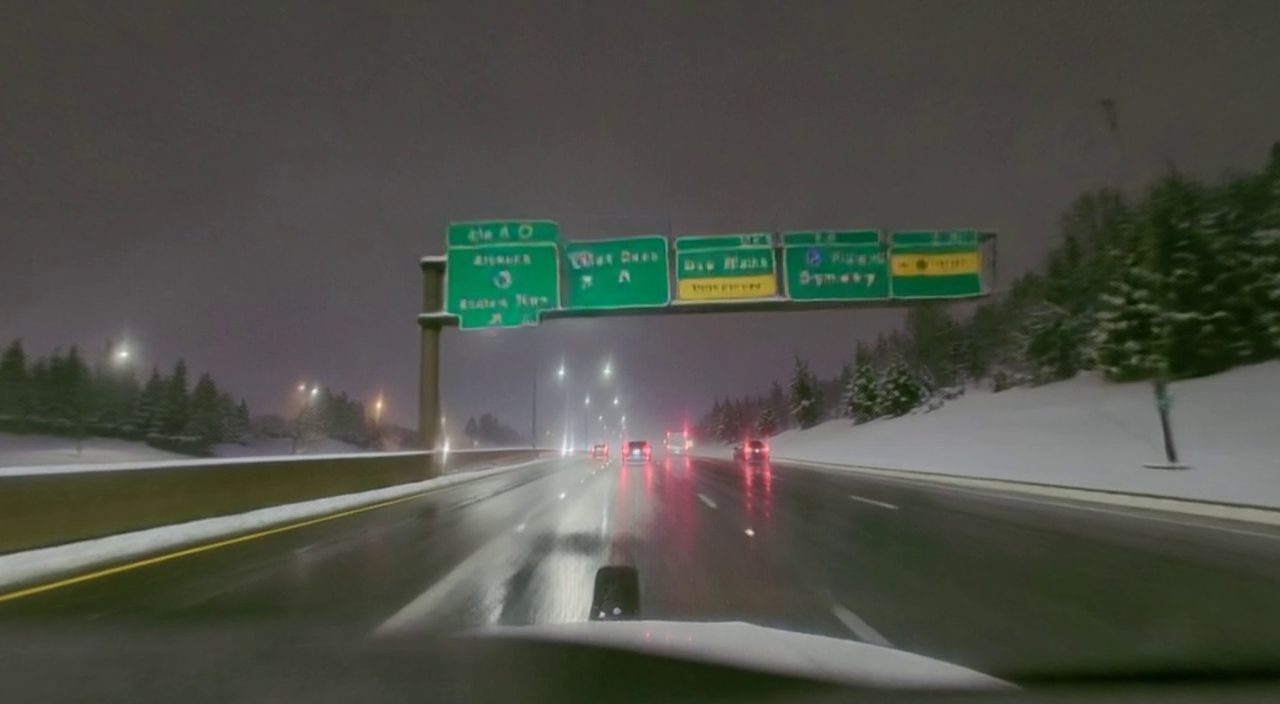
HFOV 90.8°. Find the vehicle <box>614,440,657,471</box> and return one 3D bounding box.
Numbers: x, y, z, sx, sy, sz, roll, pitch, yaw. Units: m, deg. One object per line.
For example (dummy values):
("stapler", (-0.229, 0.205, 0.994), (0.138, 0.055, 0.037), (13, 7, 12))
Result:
("vehicle", (-0.244, 5.188, 31.920), (1.985, 1.457, 4.227), (0, -9, -1))

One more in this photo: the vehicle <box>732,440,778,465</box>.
("vehicle", (6.972, 6.141, 38.721), (1.935, 1.478, 4.433), (0, -9, -1))
